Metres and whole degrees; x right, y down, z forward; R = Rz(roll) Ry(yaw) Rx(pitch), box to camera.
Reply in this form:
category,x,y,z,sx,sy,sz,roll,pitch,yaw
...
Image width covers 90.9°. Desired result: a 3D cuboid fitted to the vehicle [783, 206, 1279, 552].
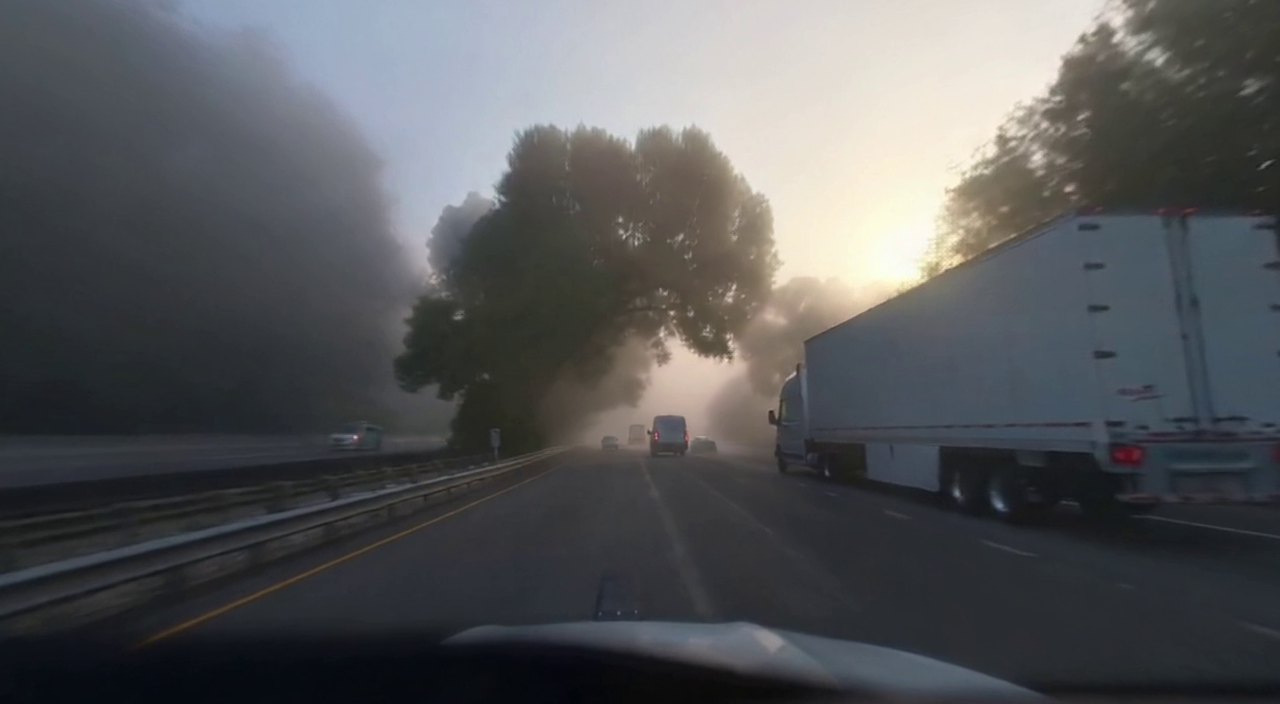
category,x,y,z,sx,sy,sz,roll,pitch,yaw
vehicle,6.412,1.162,14.318,2.904,4.054,14.017,0,-8,-1

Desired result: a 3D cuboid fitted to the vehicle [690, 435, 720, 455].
category,x,y,z,sx,sy,sz,roll,pitch,yaw
vehicle,4.954,7.194,48.718,1.821,1.468,3.805,0,-8,-2

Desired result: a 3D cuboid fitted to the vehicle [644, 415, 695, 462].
category,x,y,z,sx,sy,sz,roll,pitch,yaw
vehicle,1.600,4.991,36.600,2.436,2.521,5.409,0,-8,-3
